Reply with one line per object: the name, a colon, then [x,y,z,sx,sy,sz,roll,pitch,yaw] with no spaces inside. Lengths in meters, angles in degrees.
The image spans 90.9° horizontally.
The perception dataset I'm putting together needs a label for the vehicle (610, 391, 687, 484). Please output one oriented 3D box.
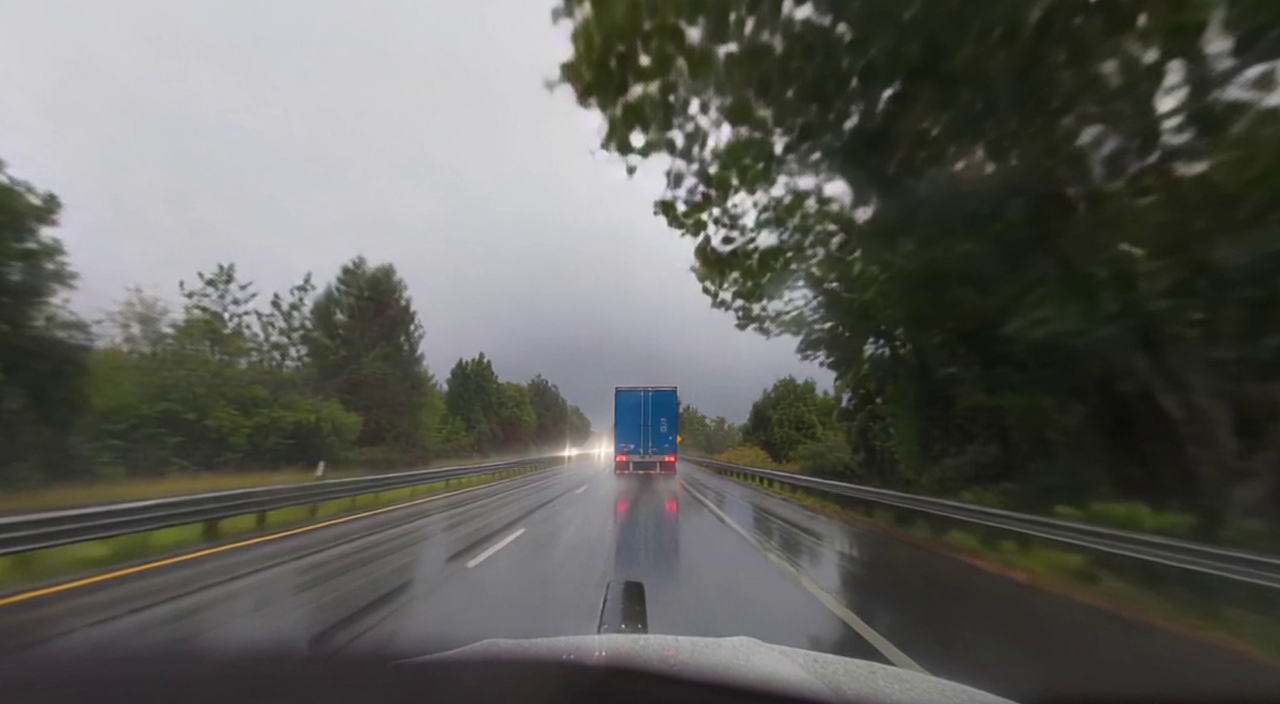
vehicle: [0.199,3.924,28.339,2.913,3.530,8.648,0,-9,-2]
